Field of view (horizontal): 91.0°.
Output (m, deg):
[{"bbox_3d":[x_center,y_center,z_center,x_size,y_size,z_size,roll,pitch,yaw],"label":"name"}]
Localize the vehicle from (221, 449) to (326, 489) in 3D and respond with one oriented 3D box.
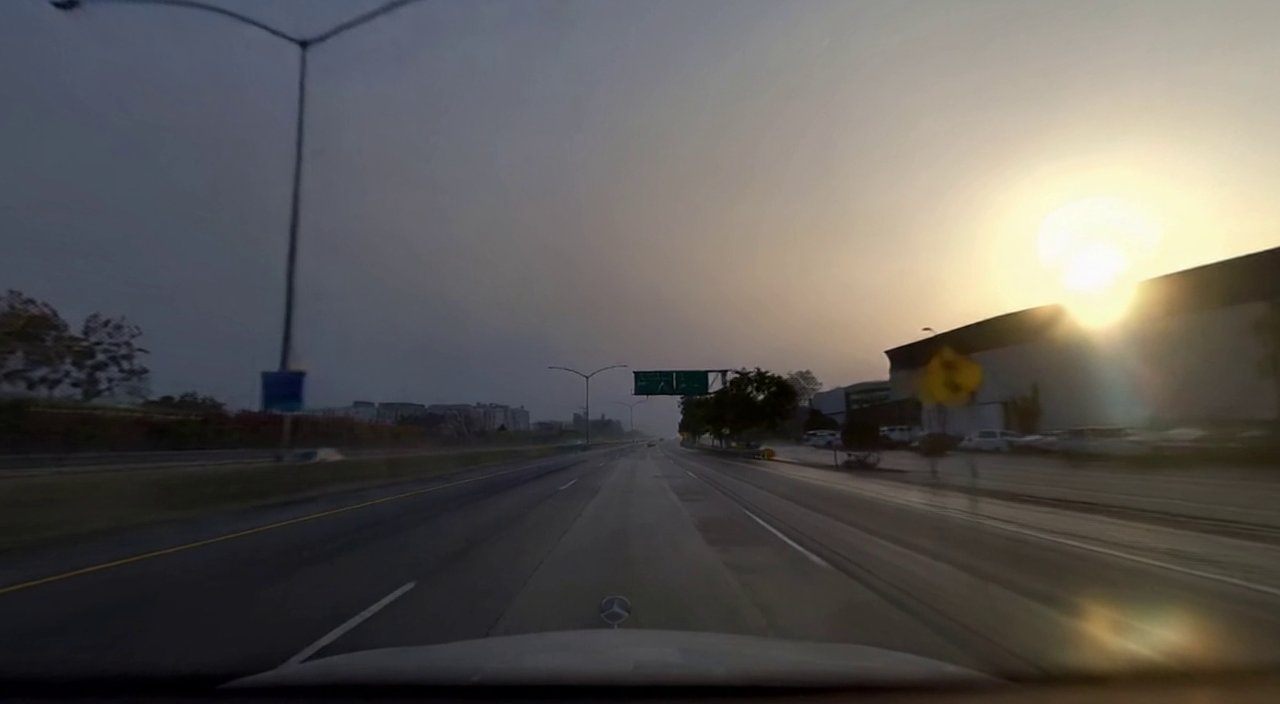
[{"bbox_3d":[-15.132,4.813,26.254,1.786,1.475,4.117,-1,-8,2],"label":"vehicle"}]
